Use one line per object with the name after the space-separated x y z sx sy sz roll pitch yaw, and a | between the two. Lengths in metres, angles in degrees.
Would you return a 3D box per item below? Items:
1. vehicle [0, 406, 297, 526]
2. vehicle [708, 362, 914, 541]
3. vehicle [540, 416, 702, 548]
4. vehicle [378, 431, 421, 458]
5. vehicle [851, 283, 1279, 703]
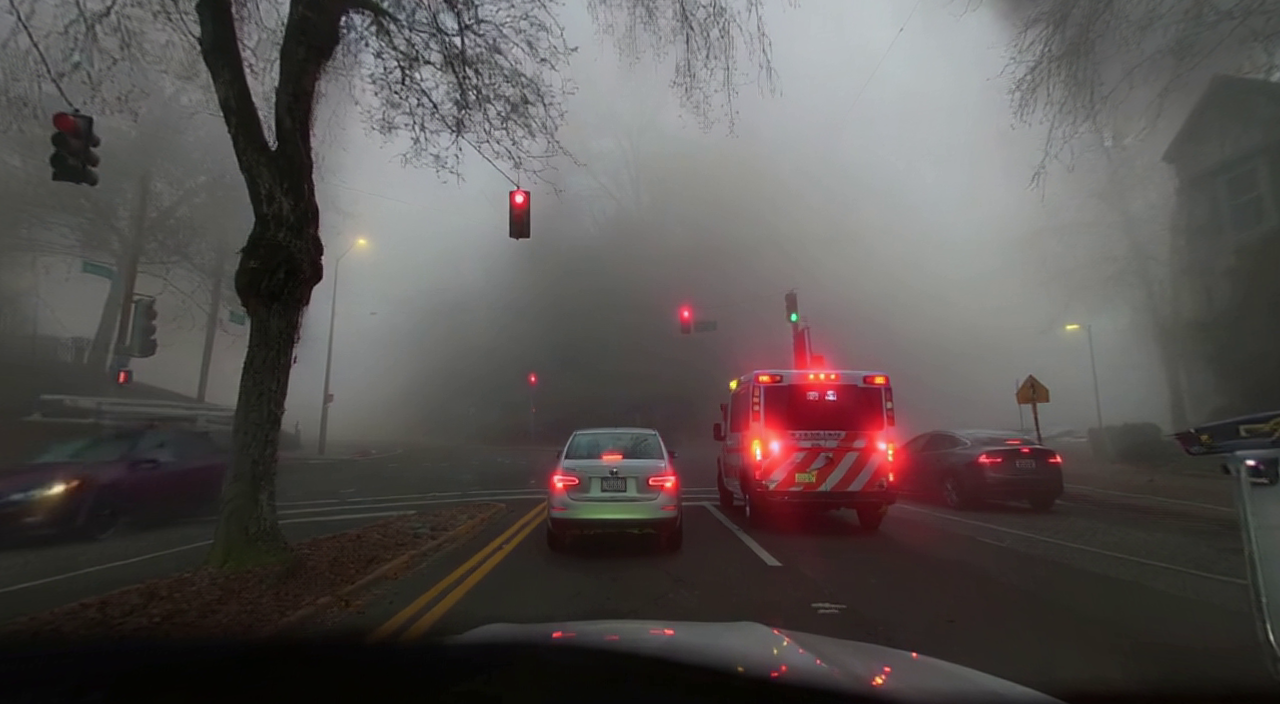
-10.516 2.349 13.651 2.349 1.988 5.813 -1 -8 8 | vehicle
2.879 1.895 12.385 2.406 2.687 5.521 0 -8 -1 | vehicle
-0.289 1.972 10.193 2.114 1.707 3.725 0 -8 -1 | vehicle
-17.759 6.875 46.874 2.246 1.880 4.454 1 -8 -12 | vehicle
2.844 0.894 2.842 2.194 1.820 4.652 0 -8 0 | vehicle
